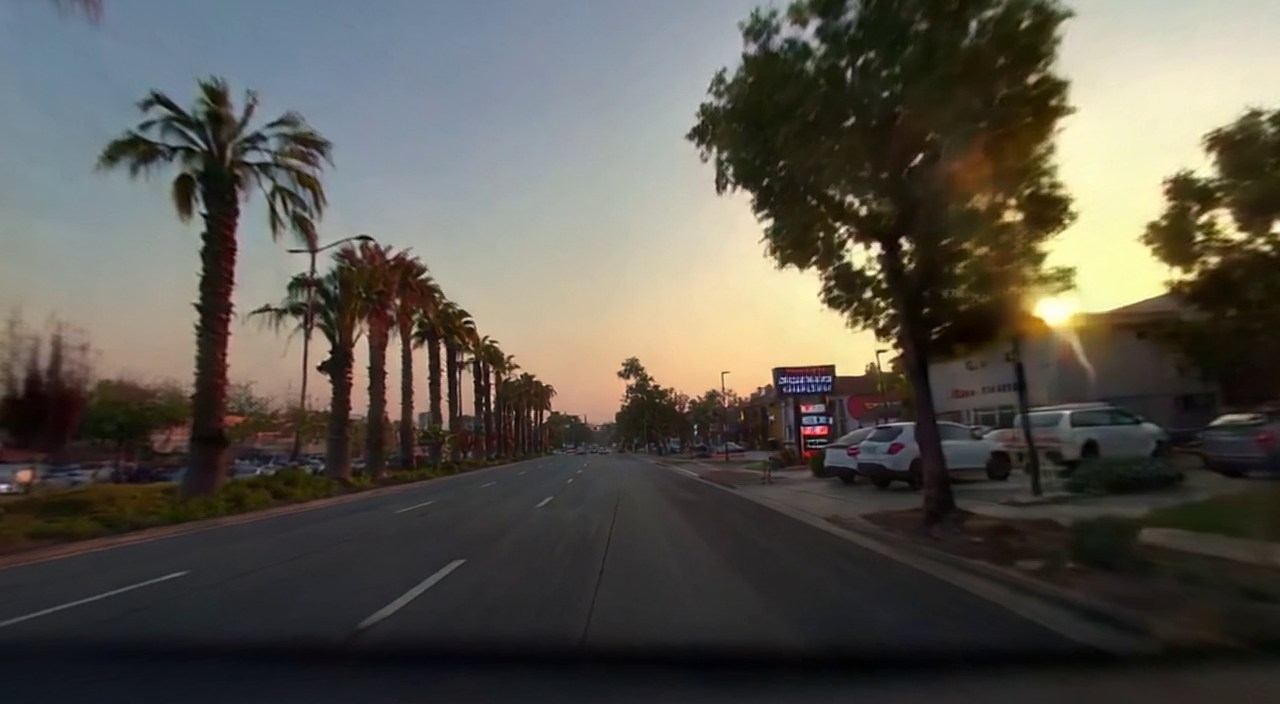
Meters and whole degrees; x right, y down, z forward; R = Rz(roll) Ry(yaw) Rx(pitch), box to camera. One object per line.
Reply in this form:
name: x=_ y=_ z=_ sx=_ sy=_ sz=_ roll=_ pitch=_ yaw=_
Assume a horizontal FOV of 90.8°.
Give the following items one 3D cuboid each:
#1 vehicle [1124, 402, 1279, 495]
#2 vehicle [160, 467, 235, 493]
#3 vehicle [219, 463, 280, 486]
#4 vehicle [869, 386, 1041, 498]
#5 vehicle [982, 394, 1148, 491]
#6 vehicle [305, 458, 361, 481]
vehicle: x=16.048 y=2.515 z=17.484 sx=2.525 sy=2.043 sz=6.684 roll=-7 pitch=-8 yaw=24
vehicle: x=-28.320 y=8.168 z=40.630 sx=1.909 sy=1.436 sz=4.443 roll=1 pitch=-9 yaw=-5
vehicle: x=-28.758 y=9.037 z=46.674 sx=1.861 sy=1.474 sz=4.719 roll=1 pitch=-9 yaw=-6
vehicle: x=9.692 y=2.746 z=19.207 sx=5.942 sy=2.851 sz=2.531 roll=8 pitch=-12 yaw=-42
vehicle: x=11.740 y=2.481 z=17.246 sx=2.514 sy=2.172 sz=5.798 roll=-9 pitch=-12 yaw=44
vehicle: x=-22.472 y=8.579 z=46.412 sx=1.970 sy=1.511 sz=4.836 roll=0 pitch=-9 yaw=-4
